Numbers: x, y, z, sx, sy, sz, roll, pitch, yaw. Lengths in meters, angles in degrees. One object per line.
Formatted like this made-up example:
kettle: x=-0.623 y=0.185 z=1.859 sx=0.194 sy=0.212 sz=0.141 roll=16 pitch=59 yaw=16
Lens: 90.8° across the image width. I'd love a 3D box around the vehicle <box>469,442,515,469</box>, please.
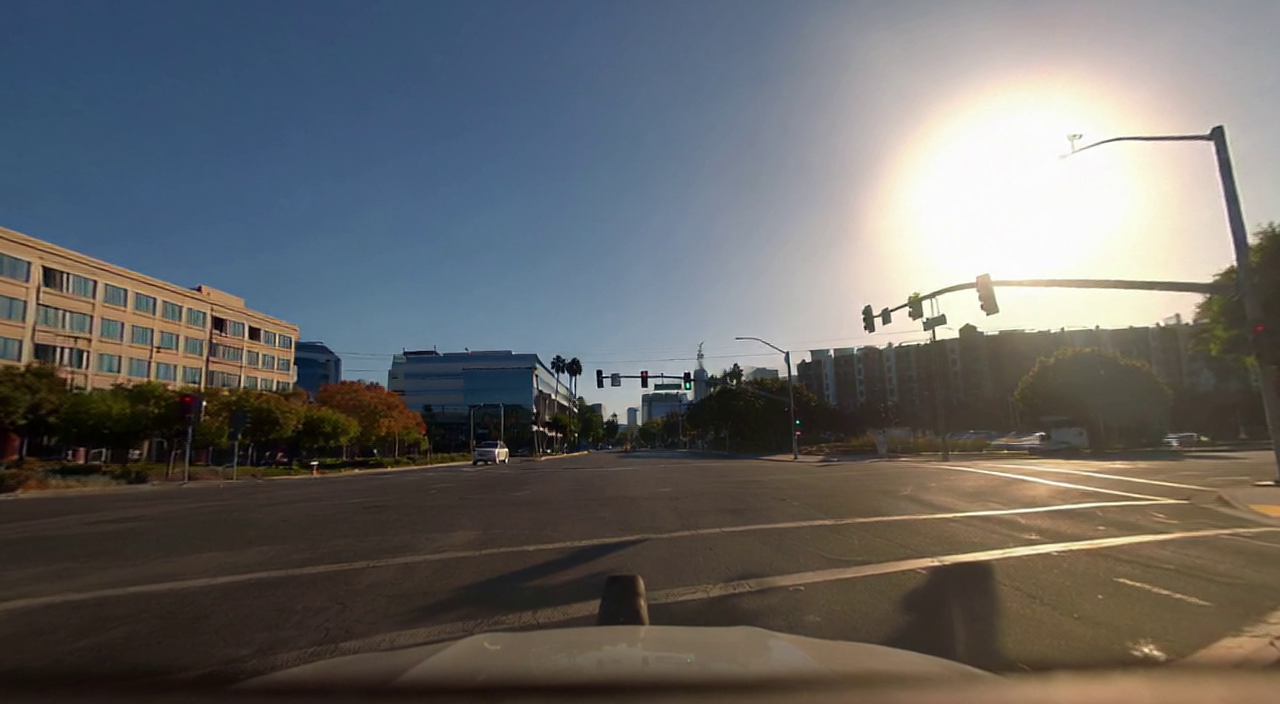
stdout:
vehicle: x=-9.728 y=6.800 z=41.791 sx=1.988 sy=1.692 sz=4.412 roll=0 pitch=-8 yaw=0
